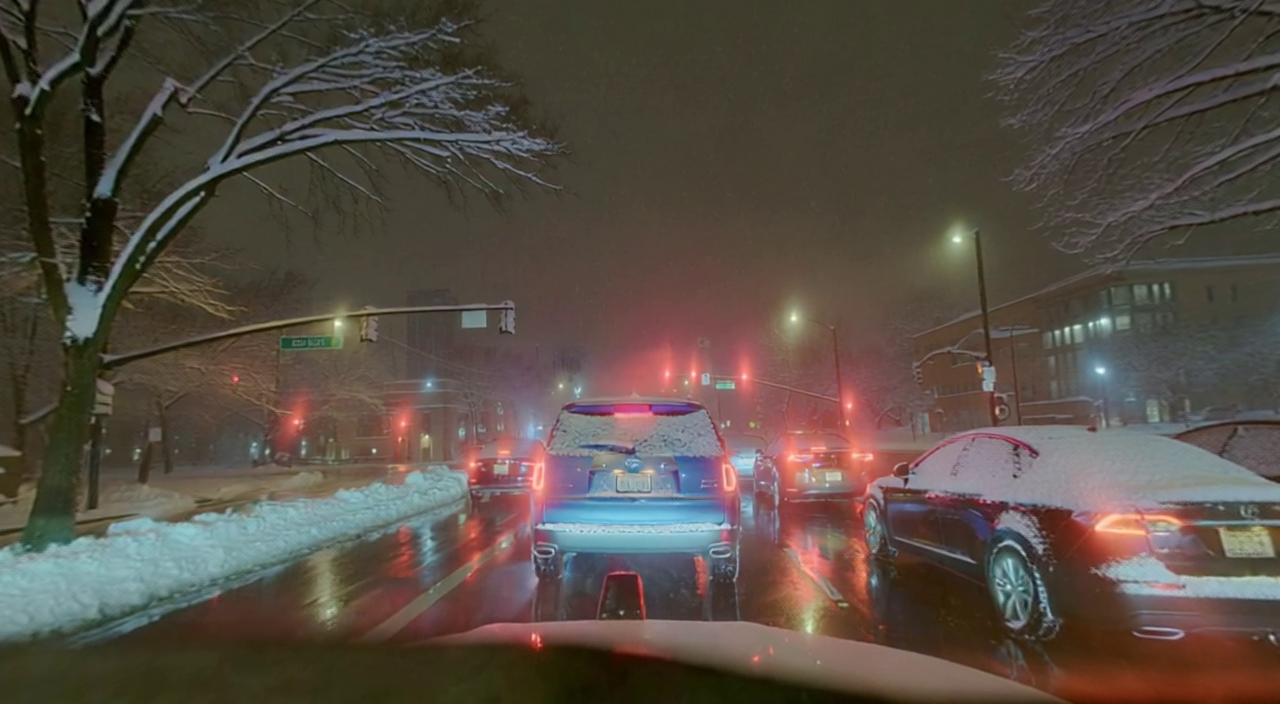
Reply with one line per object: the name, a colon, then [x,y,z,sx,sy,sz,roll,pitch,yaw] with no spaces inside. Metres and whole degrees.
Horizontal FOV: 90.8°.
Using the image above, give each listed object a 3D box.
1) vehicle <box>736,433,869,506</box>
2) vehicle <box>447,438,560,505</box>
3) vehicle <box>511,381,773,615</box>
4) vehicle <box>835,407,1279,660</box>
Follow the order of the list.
vehicle: [3.644,2.708,15.060,1.940,1.474,4.234,0,-8,-1]
vehicle: [-3.314,2.981,16.219,1.913,1.464,4.276,0,-8,0]
vehicle: [-0.038,1.464,7.273,2.038,1.819,4.505,0,-8,-1]
vehicle: [3.643,1.408,6.082,1.995,1.483,4.533,0,-8,-1]
